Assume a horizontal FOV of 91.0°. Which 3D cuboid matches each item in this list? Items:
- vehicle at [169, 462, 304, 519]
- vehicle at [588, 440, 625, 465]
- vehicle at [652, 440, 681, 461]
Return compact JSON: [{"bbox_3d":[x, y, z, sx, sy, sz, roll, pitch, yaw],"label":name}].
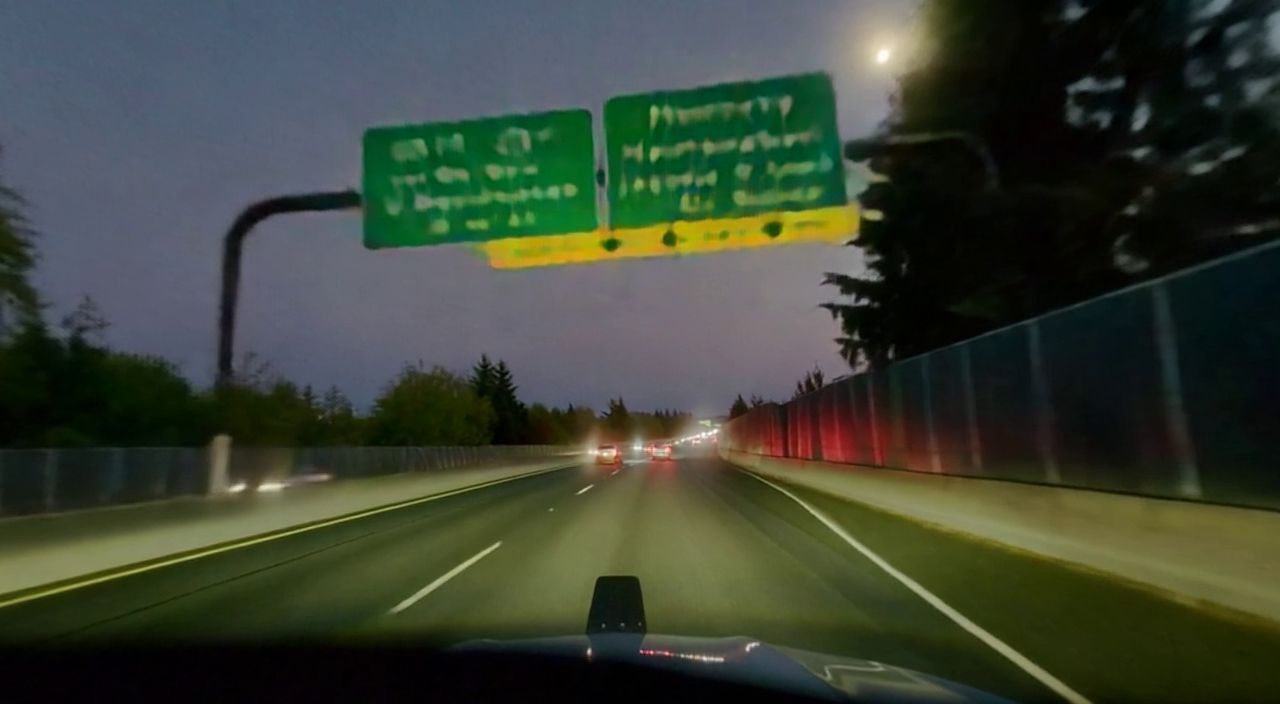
[{"bbox_3d":[-14.173,4.833,22.454,1.870,1.674,4.218,0,-8,2],"label":"vehicle"},{"bbox_3d":[-2.137,6.585,41.500,1.985,1.518,3.847,-1,-8,4],"label":"vehicle"},{"bbox_3d":[1.971,7.334,46.994,2.077,1.533,3.854,-1,-8,3],"label":"vehicle"}]
